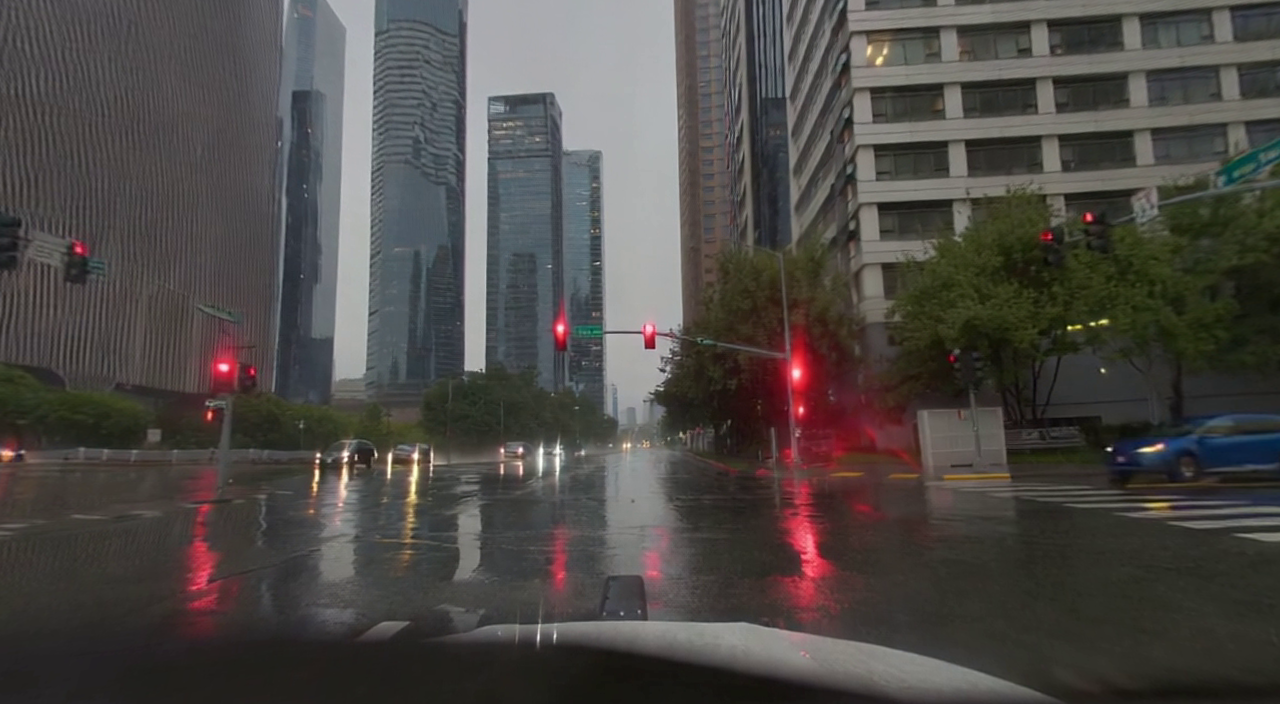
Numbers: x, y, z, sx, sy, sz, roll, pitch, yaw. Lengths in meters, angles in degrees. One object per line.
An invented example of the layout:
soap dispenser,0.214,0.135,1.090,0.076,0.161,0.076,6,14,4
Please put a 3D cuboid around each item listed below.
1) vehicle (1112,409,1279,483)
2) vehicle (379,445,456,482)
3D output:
vehicle,17.279,2.760,18.417,5.315,2.004,1.977,0,-9,-1
vehicle,-11.682,5.864,33.448,2.069,1.771,4.947,0,-9,3
